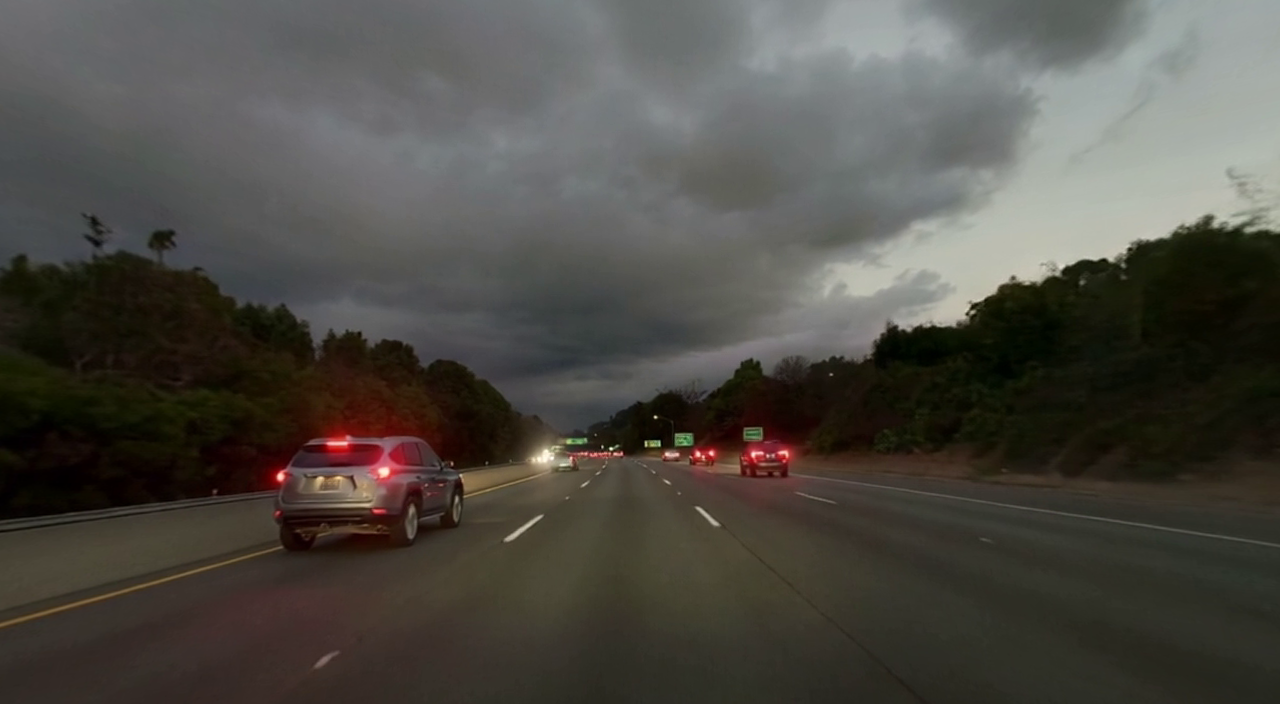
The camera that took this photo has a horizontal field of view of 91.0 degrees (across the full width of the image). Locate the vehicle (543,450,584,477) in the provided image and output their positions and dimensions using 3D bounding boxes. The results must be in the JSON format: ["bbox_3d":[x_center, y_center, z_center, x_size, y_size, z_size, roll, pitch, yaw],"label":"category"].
[{"bbox_3d":[-4.459,6.544,37.236,2.009,1.488,4.289,0,-9,-2],"label":"vehicle"}]

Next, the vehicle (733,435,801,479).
[{"bbox_3d":[6.595,5.531,33.356,2.378,2.096,5.119,0,-9,-2],"label":"vehicle"}]

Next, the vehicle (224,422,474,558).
[{"bbox_3d":[-4.357,2.127,10.396,2.079,1.745,4.281,0,-9,0],"label":"vehicle"}]
